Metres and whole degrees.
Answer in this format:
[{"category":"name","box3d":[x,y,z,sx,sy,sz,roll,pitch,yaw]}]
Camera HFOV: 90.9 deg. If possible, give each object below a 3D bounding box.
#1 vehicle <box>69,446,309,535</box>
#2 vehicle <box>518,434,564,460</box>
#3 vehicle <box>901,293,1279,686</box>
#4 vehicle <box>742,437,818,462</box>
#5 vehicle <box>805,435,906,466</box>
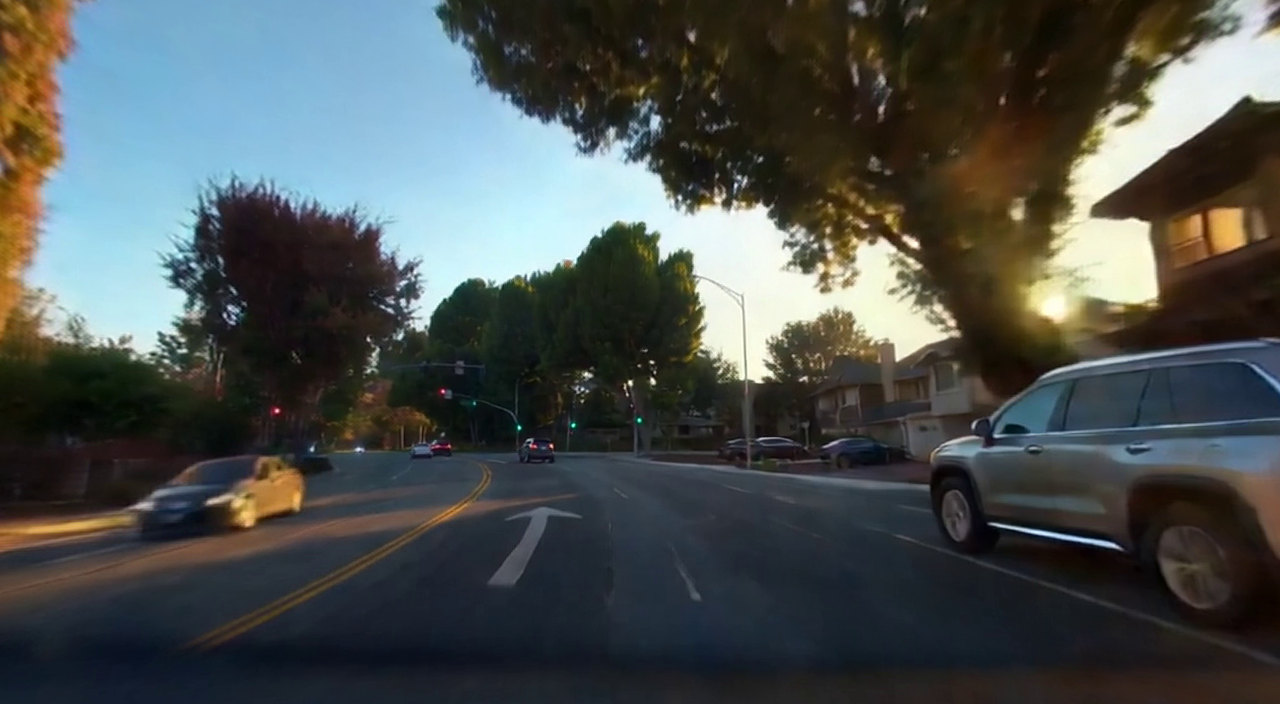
[{"category":"vehicle","box3d":[-8.770,2.670,12.908,2.090,1.446,4.483,1,-9,-8]},{"category":"vehicle","box3d":[-7.067,6.696,44.562,2.138,1.729,4.178,4,-9,-24]},{"category":"vehicle","box3d":[4.579,1.024,5.341,2.338,2.063,5.592,0,-8,0]},{"category":"vehicle","box3d":[8.783,6.114,39.717,4.169,1.527,2.053,2,-9,-15]},{"category":"vehicle","box3d":[10.844,4.944,31.740,4.426,1.461,1.996,2,-9,-17]}]
